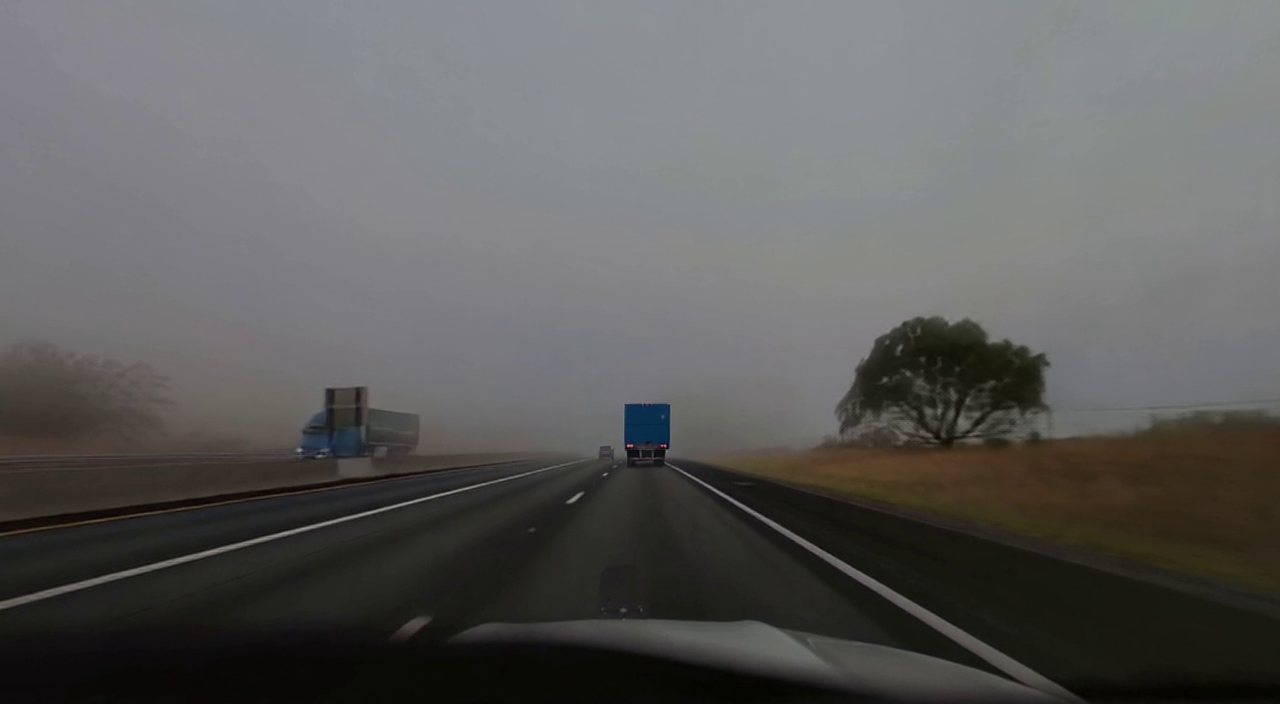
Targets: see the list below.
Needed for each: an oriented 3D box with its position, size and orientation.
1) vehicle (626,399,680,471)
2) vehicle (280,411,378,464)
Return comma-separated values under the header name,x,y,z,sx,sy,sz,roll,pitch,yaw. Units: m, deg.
name,x,y,z,sx,sy,sz,roll,pitch,yaw
vehicle,0.601,5.528,40.843,3.055,4.009,10.972,0,-9,-1
vehicle,-22.832,6.440,46.958,2.922,3.559,8.696,0,-9,-1
